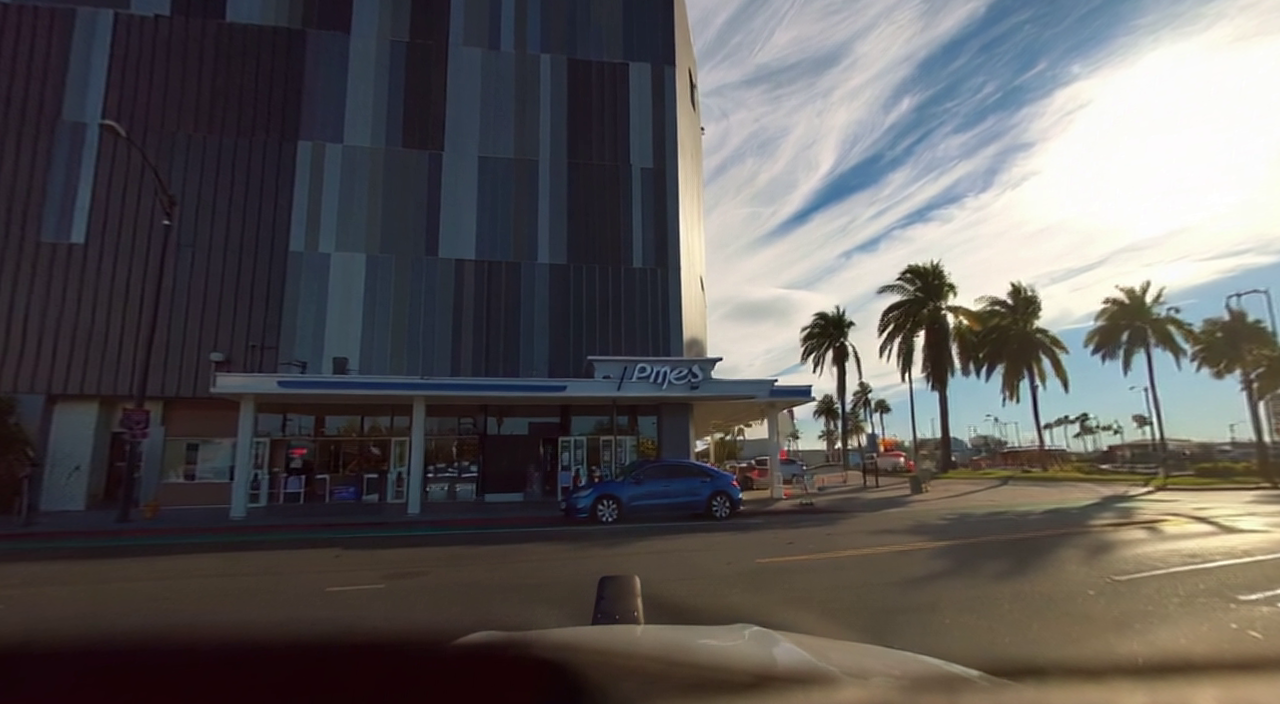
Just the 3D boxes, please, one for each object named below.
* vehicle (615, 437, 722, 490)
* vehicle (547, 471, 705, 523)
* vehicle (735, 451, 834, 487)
[{"bbox_3d":[1.640,6.351,35.908,5.524,2.504,2.196,8,-8,-22],"label":"vehicle"},{"bbox_3d":[-0.403,4.609,20.380,4.782,1.371,1.763,4,-10,-27],"label":"vehicle"},{"bbox_3d":[10.646,8.553,46.418,7.026,2.329,2.545,5,-7,-25],"label":"vehicle"}]
